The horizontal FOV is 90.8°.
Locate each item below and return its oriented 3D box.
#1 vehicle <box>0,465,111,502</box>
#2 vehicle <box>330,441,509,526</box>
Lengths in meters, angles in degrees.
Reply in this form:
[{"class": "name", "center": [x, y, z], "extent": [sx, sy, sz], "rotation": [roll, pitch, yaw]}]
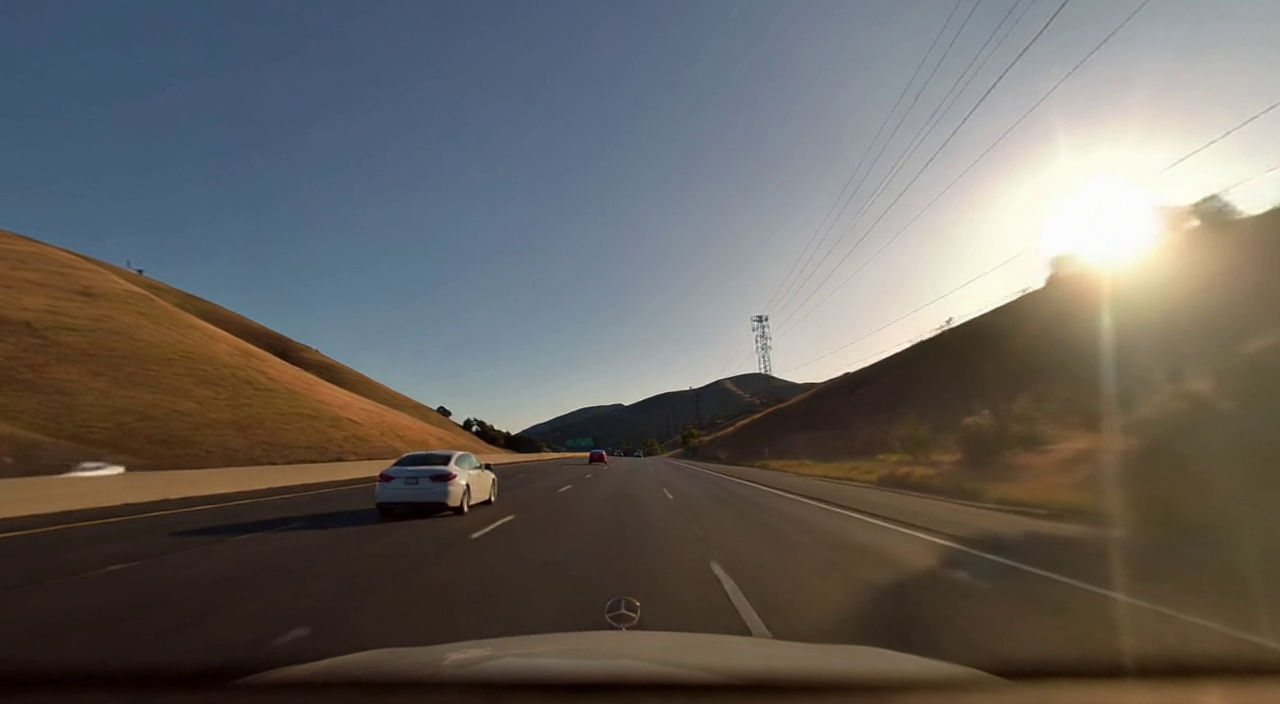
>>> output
[{"class": "vehicle", "center": [-29.885, 6.556, 31.796], "extent": [1.998, 1.568, 5.166], "rotation": [0, -9, 0]}, {"class": "vehicle", "center": [-4.435, 2.715, 13.728], "extent": [2.064, 1.489, 4.966], "rotation": [0, -9, 0]}]
